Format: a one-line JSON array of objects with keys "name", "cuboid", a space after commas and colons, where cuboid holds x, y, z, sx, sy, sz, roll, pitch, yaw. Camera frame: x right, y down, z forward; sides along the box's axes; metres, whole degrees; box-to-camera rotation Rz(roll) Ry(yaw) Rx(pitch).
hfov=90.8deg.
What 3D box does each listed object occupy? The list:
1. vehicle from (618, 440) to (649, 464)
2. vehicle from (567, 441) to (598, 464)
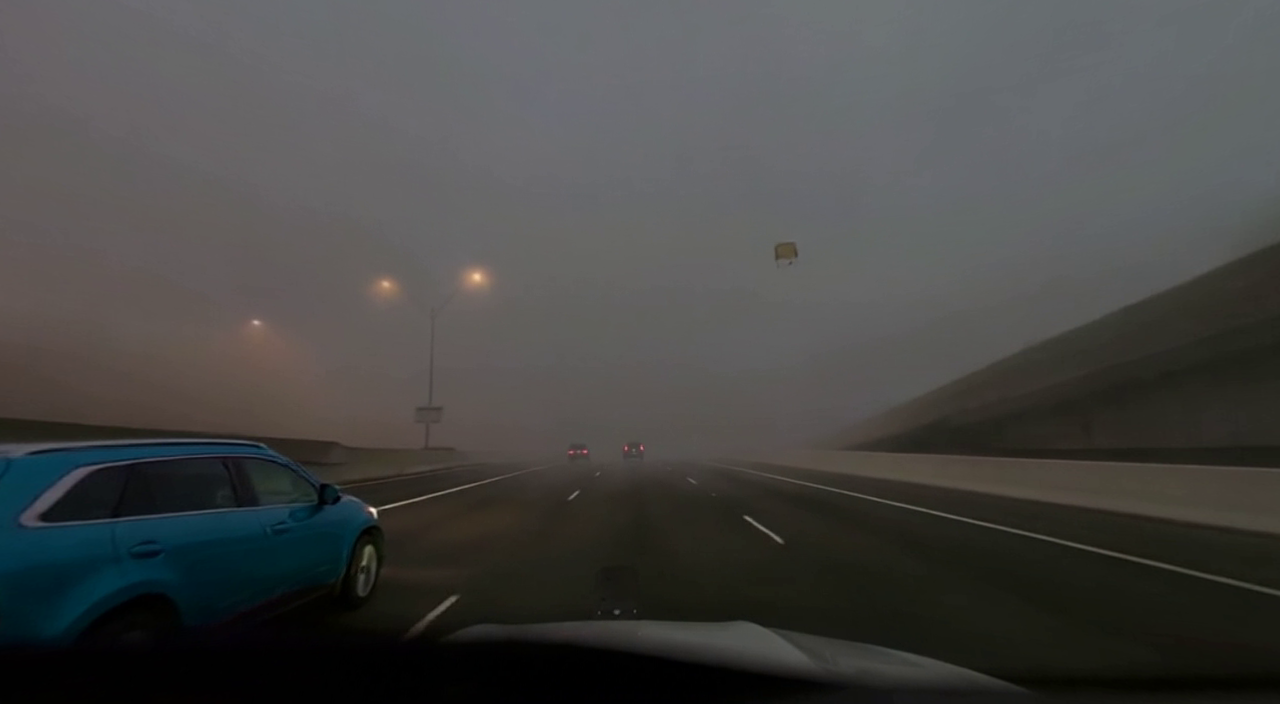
[{"name": "vehicle", "cuboid": [-0.479, 7.184, 45.551, 2.132, 1.657, 3.967, 0, -8, -2]}, {"name": "vehicle", "cuboid": [-4.269, 7.529, 47.525, 2.000, 1.646, 4.201, 0, -8, -1]}]
